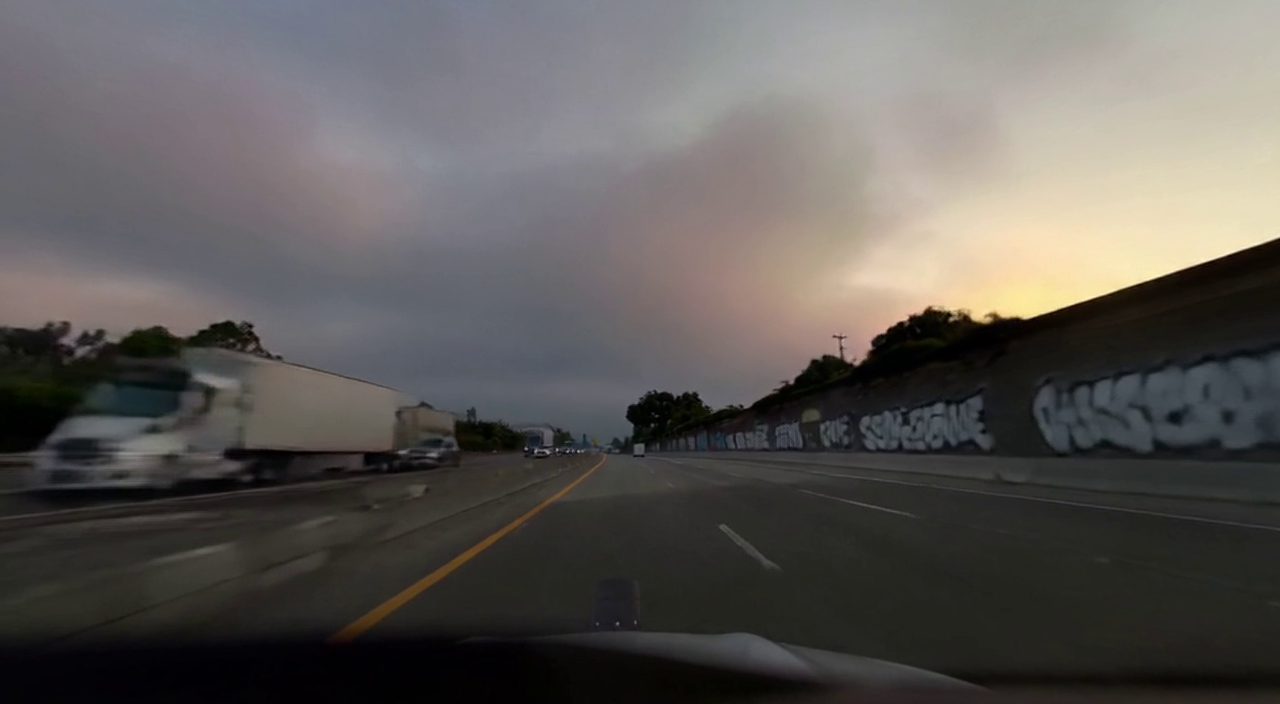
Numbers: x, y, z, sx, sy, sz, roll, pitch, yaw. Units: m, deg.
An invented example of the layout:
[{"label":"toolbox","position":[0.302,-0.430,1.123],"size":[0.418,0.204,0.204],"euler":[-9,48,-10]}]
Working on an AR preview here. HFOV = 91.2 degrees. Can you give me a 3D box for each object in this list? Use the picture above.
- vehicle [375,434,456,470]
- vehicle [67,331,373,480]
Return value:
[{"label":"vehicle","position":[-10.001,4.496,28.313],"size":[2.141,1.485,4.219],"euler":[0,-9,0]},{"label":"vehicle","position":[-13.429,2.288,22.280],"size":[2.962,3.875,11.868],"euler":[0,-9,-2]}]
